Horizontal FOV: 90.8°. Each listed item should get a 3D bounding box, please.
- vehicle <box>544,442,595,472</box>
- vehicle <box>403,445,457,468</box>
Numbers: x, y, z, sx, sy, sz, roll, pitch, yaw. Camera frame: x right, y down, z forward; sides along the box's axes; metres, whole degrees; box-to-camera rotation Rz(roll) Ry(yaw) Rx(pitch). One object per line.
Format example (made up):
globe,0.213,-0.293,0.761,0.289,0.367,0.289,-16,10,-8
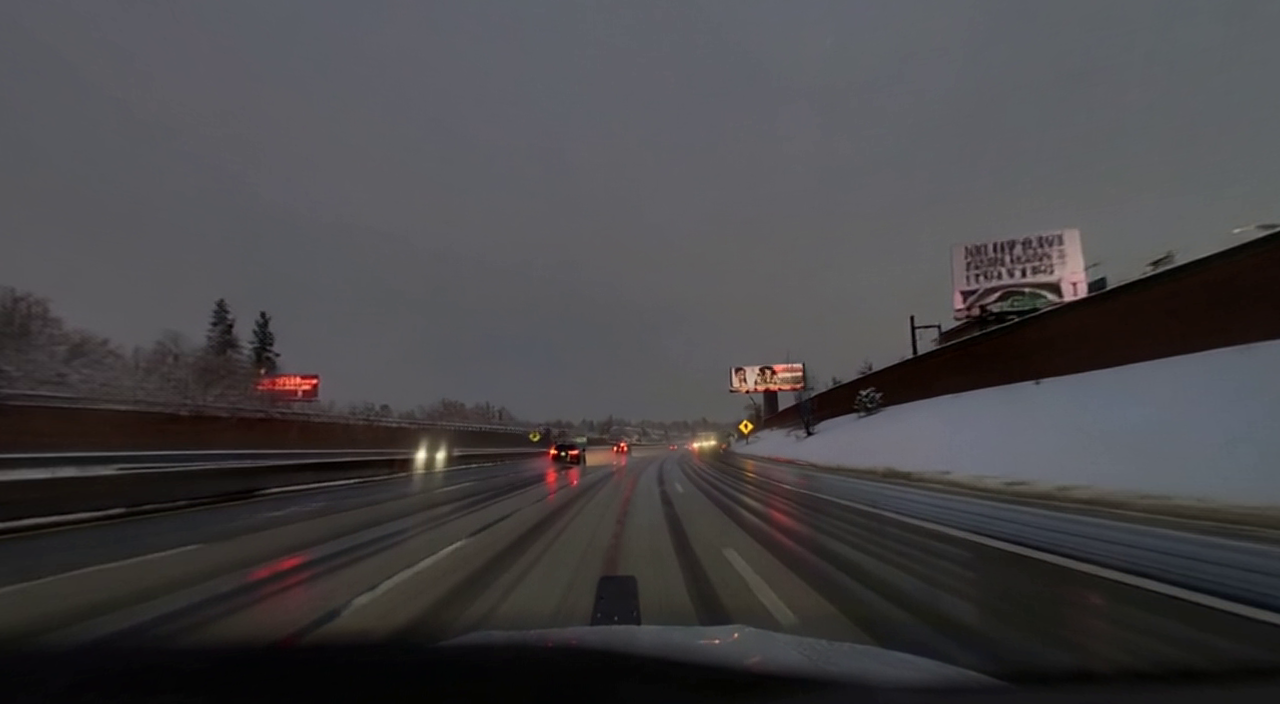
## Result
vehicle,-3.733,5.659,34.296,2.078,1.457,4.648,-1,-8,2
vehicle,-14.145,7.030,42.737,2.078,1.483,4.120,-1,-8,3
